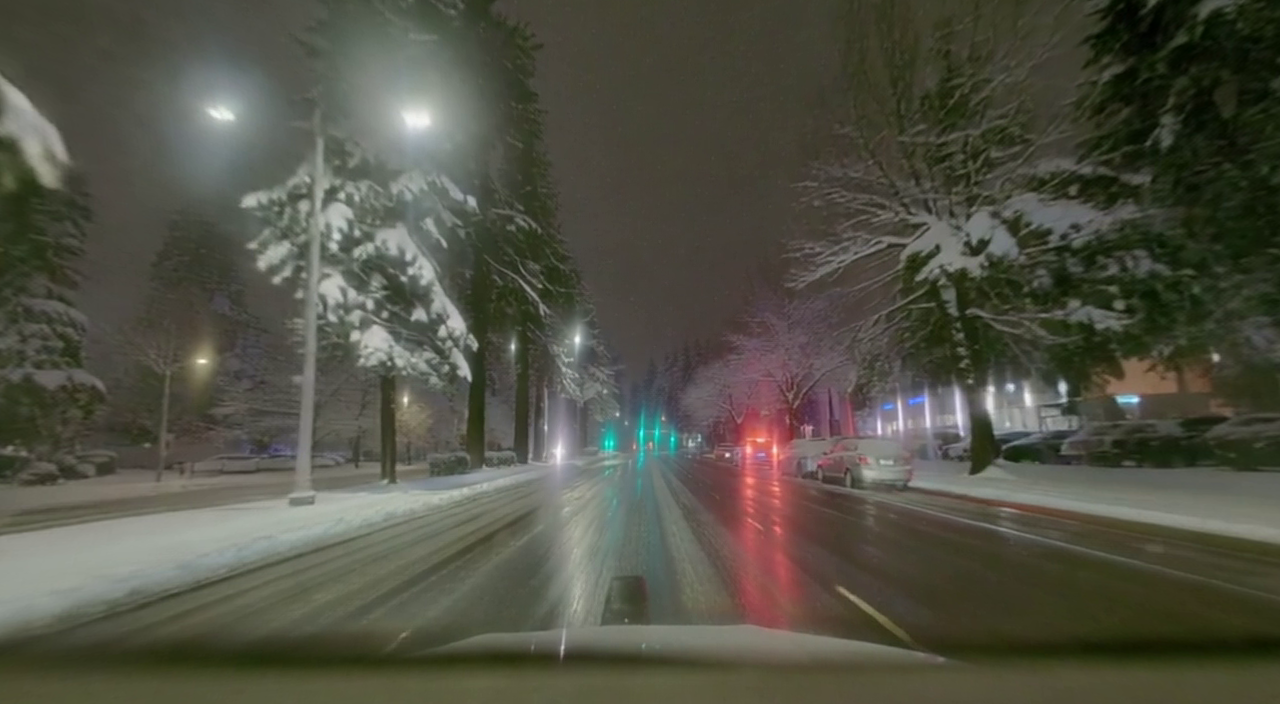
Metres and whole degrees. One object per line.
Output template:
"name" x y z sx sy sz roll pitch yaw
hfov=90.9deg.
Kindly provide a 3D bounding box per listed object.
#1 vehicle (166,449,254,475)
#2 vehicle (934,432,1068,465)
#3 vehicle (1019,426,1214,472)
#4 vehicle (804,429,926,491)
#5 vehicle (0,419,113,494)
"vehicle" -32.196 8.261 47.312 4.963 1.714 2.311 -2 -9 -1
"vehicle" 16.898 4.539 29.671 4.906 1.429 2.234 0 -9 -1
"vehicle" 16.785 3.458 22.415 5.222 1.515 2.044 0 -9 -1
"vehicle" 7.027 3.424 20.340 2.084 1.736 4.754 0 -8 -1
"vehicle" -33.056 5.535 33.456 7.106 3.726 3.230 0 -8 1
